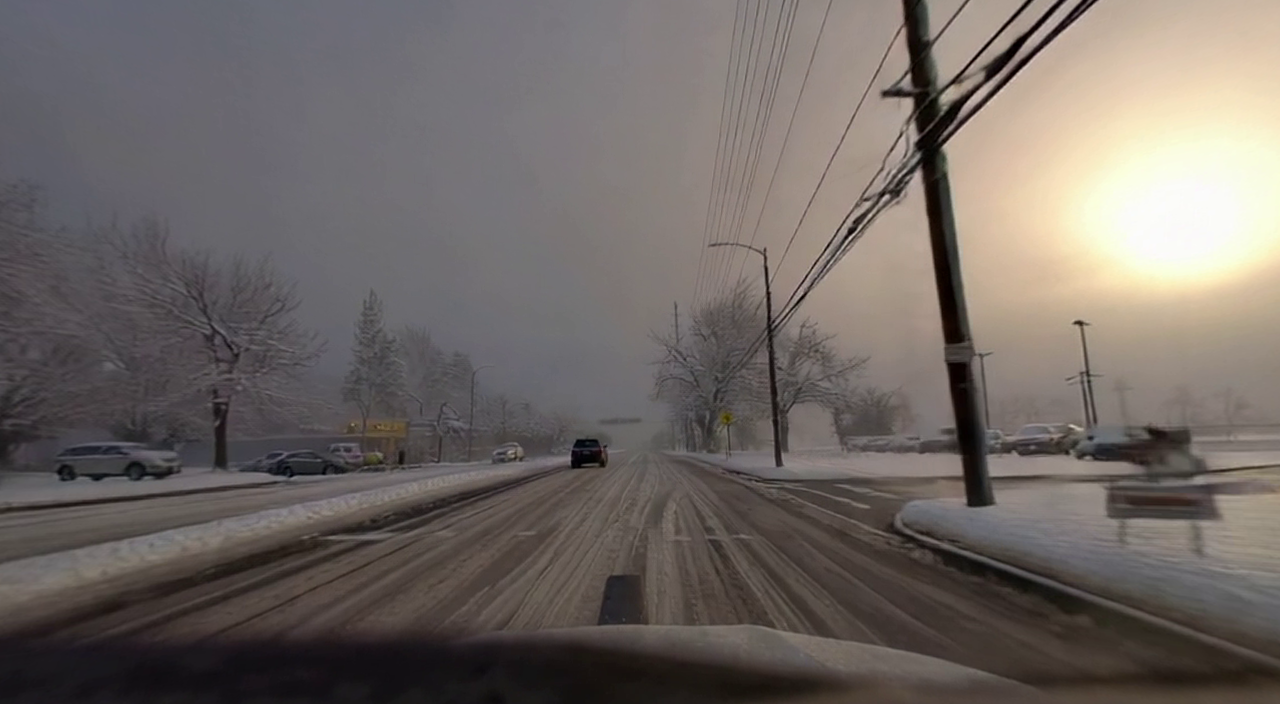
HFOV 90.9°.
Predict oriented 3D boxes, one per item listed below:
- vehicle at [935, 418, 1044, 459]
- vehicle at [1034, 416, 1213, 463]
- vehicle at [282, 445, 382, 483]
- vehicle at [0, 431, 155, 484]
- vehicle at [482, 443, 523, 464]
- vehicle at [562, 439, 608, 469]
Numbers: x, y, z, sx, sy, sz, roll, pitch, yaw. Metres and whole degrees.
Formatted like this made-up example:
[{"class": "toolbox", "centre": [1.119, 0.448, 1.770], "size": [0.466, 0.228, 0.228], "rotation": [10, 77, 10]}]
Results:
[{"class": "vehicle", "centre": [18.347, 4.522, 33.412], "size": [2.020, 1.972, 4.983], "rotation": [3, -7, -16]}, {"class": "vehicle", "centre": [17.816, 3.250, 23.434], "size": [4.943, 1.646, 2.072], "rotation": [0, -8, -1]}, {"class": "vehicle", "centre": [-13.866, 5.041, 28.761], "size": [2.091, 1.538, 4.451], "rotation": [-1, -8, 3]}, {"class": "vehicle", "centre": [-23.144, 4.316, 25.936], "size": [4.657, 1.806, 2.132], "rotation": [-3, -8, -1]}, {"class": "vehicle", "centre": [-10.398, 7.648, 47.945], "size": [2.021, 1.480, 4.800], "rotation": [0, -8, 1]}, {"class": "vehicle", "centre": [-2.894, 5.472, 34.035], "size": [2.073, 1.525, 3.968], "rotation": [0, -8, 0]}]
